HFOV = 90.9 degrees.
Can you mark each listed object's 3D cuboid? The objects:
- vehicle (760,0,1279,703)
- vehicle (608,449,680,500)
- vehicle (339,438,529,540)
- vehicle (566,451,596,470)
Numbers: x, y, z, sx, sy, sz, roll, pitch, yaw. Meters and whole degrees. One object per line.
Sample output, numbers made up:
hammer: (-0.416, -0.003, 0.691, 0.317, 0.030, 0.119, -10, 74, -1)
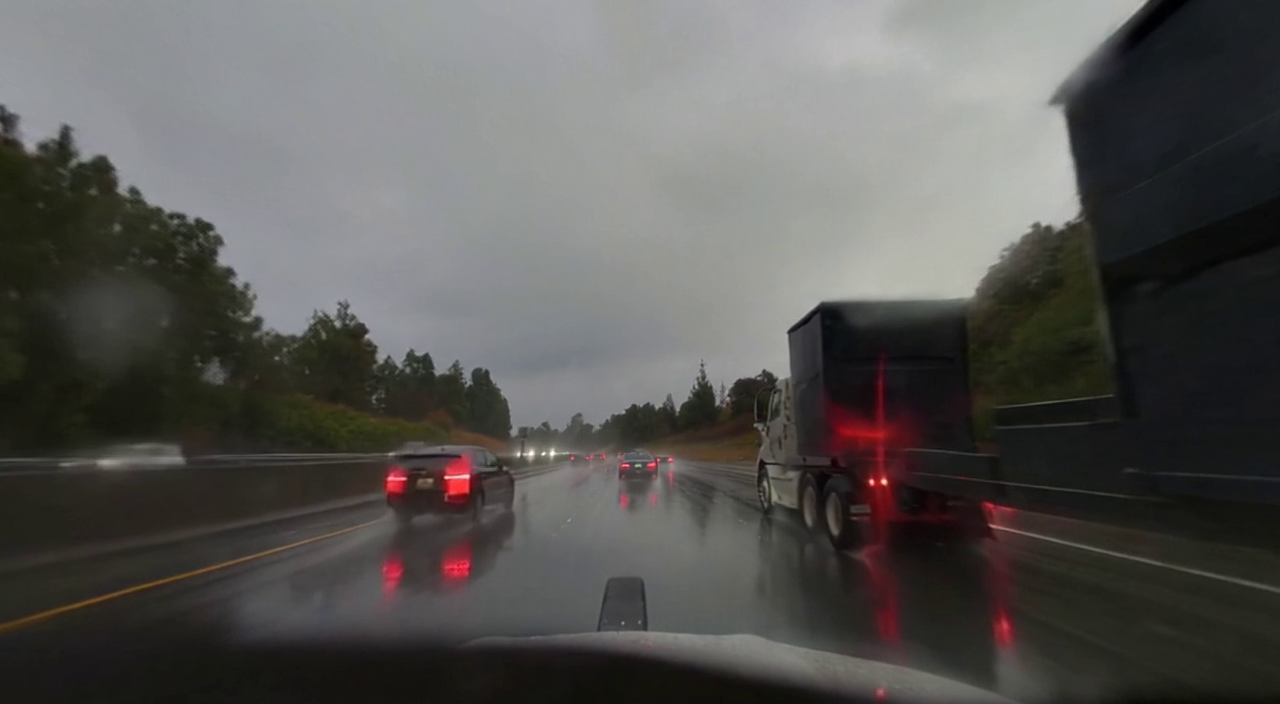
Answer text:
vehicle: (4.448, 0.539, 7.957, 2.905, 4.109, 14.332, 0, -9, 0)
vehicle: (0.095, 3.765, 19.813, 2.023, 1.400, 4.028, 0, -9, -1)
vehicle: (-3.629, 2.504, 12.161, 2.153, 1.581, 4.375, 0, -9, 0)
vehicle: (-4.588, 8.499, 49.534, 2.017, 1.460, 4.382, 0, -9, -1)
